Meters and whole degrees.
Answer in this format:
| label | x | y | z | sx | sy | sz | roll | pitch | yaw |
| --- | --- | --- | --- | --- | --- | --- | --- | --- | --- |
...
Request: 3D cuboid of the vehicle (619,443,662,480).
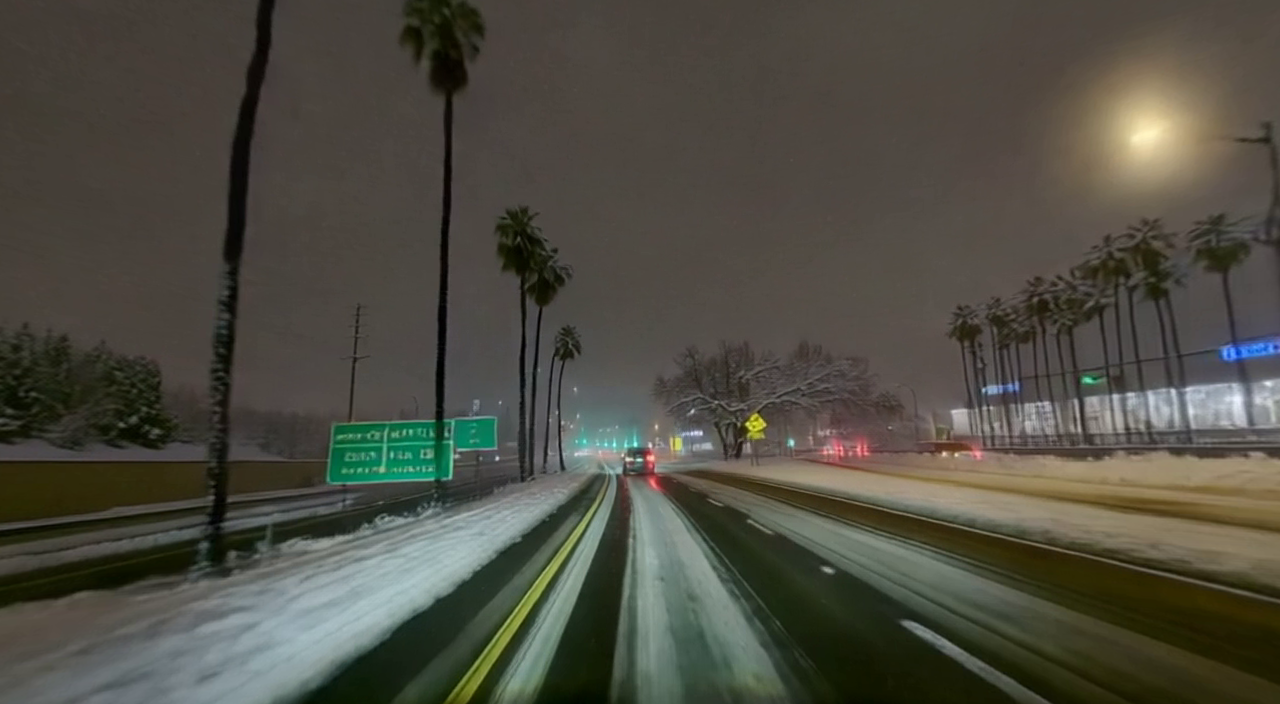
| label | x | y | z | sx | sy | sz | roll | pitch | yaw |
| --- | --- | --- | --- | --- | --- | --- | --- | --- | --- |
| vehicle | -0.023 | 5.562 | 32.248 | 2.089 | 1.718 | 4.193 | 0 | -9 | -1 |
